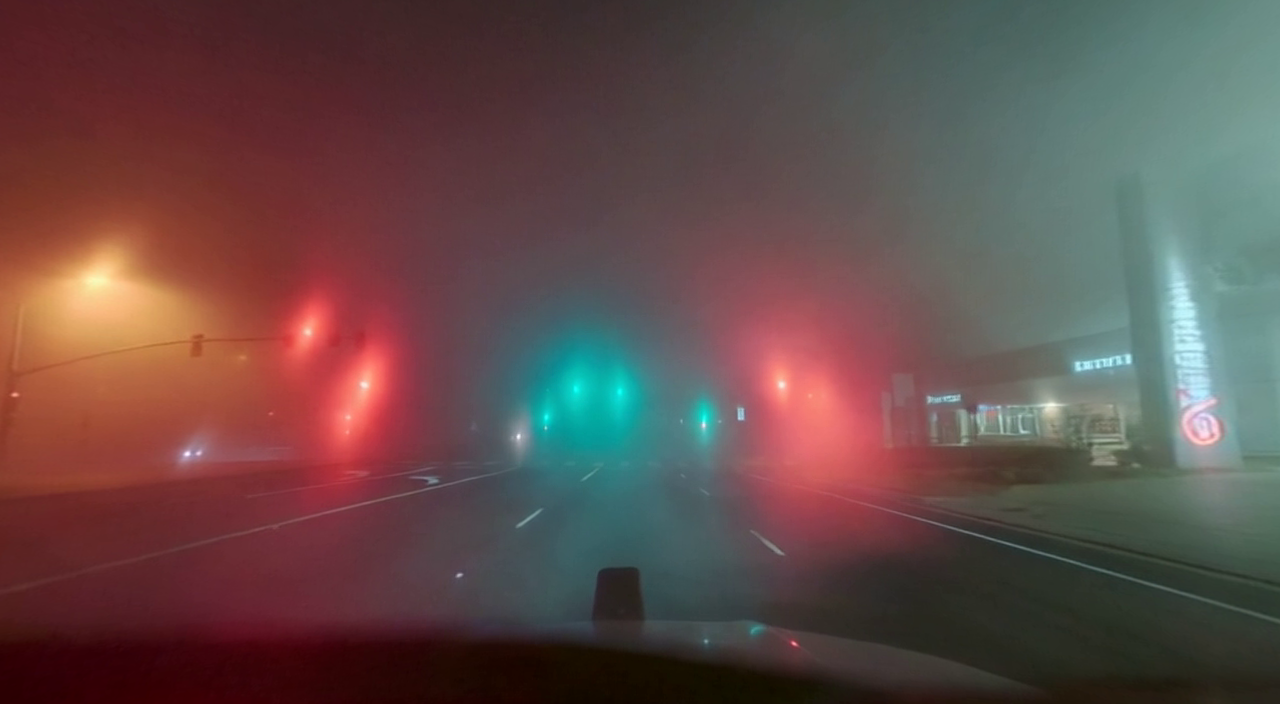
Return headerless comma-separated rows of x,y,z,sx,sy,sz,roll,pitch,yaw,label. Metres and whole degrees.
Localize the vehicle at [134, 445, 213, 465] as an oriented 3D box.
-35.592,7.847,48.279,4.500,1.465,1.936,0,-8,1,vehicle
